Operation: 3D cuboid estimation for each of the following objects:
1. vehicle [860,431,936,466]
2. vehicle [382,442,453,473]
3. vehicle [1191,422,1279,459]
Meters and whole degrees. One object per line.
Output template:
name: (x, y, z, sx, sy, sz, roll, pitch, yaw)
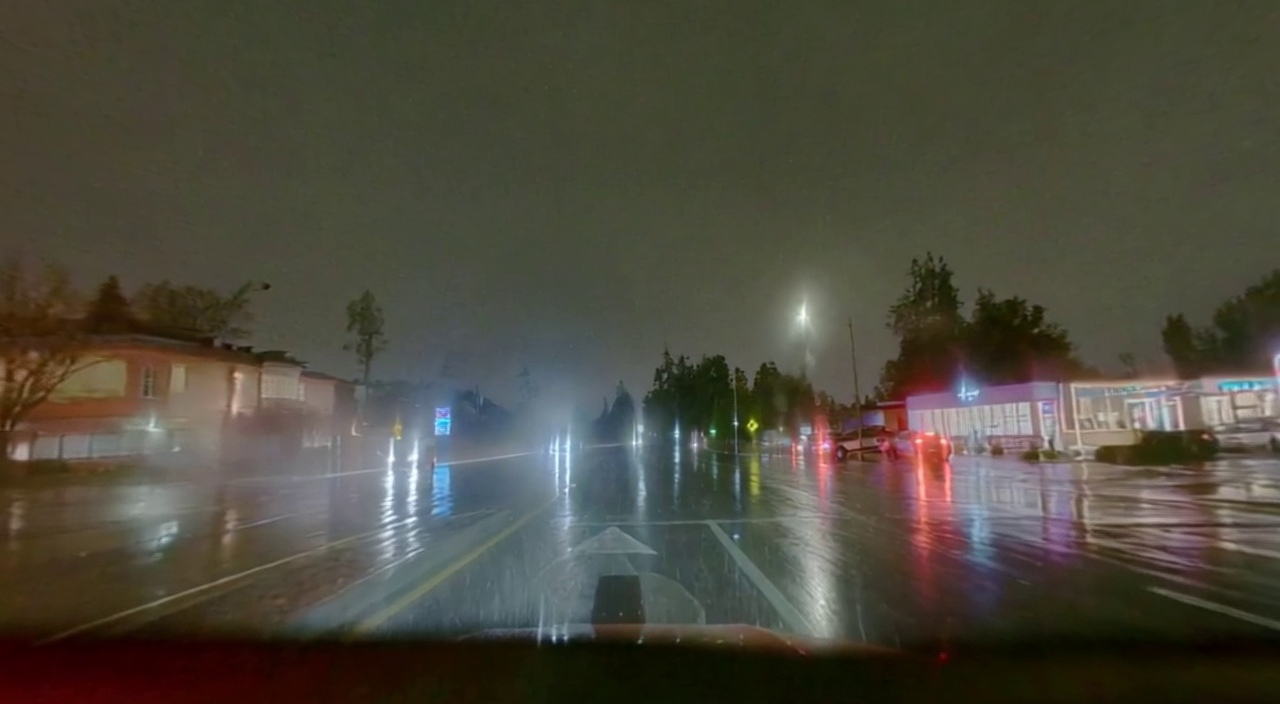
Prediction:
vehicle: (13.639, 5.137, 33.715, 1.987, 1.694, 4.523, 0, -8, -1)
vehicle: (-11.787, 5.635, 33.906, 1.997, 1.516, 4.790, 0, -8, 1)
vehicle: (26.543, 3.797, 27.039, 1.836, 1.497, 4.419, 0, -8, 0)
